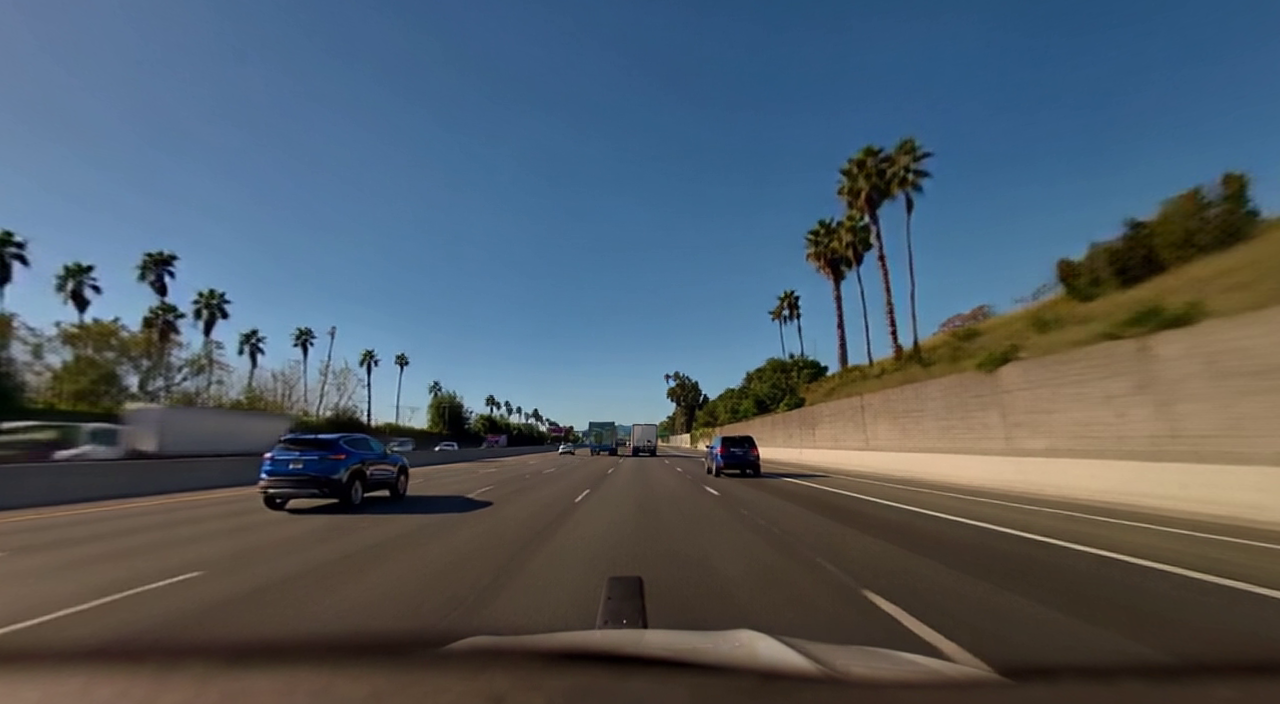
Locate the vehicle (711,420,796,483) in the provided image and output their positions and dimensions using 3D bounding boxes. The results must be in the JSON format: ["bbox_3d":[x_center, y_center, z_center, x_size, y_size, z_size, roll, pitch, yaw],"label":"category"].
[{"bbox_3d":[4.338,3.900,25.028,2.408,2.210,4.999,0,-8,0],"label":"vehicle"}]

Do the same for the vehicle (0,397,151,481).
[{"bbox_3d":[-28.196,4.274,30.839,3.024,3.640,6.776,0,-8,0],"label":"vehicle"}]

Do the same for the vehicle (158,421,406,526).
[{"bbox_3d":[-7.033,2.424,13.250,2.289,1.774,4.871,0,-8,1],"label":"vehicle"}]
